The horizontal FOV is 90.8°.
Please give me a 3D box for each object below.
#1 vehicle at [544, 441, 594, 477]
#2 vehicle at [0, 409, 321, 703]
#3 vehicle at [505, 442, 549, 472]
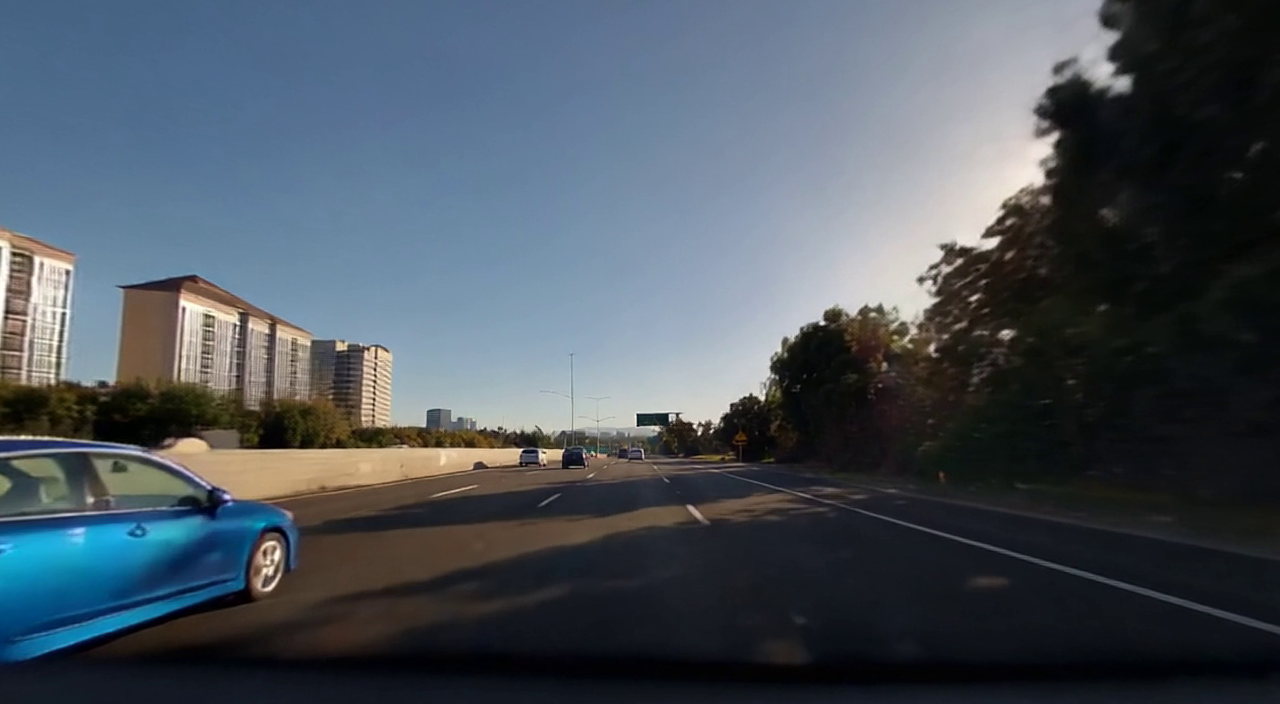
[{"bbox_3d":[-3.559,5.462,32.455,2.075,1.702,4.257,0,-9,0],"label":"vehicle"},{"bbox_3d":[-3.875,1.070,3.215,2.114,1.480,4.473,0,-9,1],"label":"vehicle"},{"bbox_3d":[-7.425,6.946,41.958,2.040,1.824,4.917,0,-9,0],"label":"vehicle"}]
